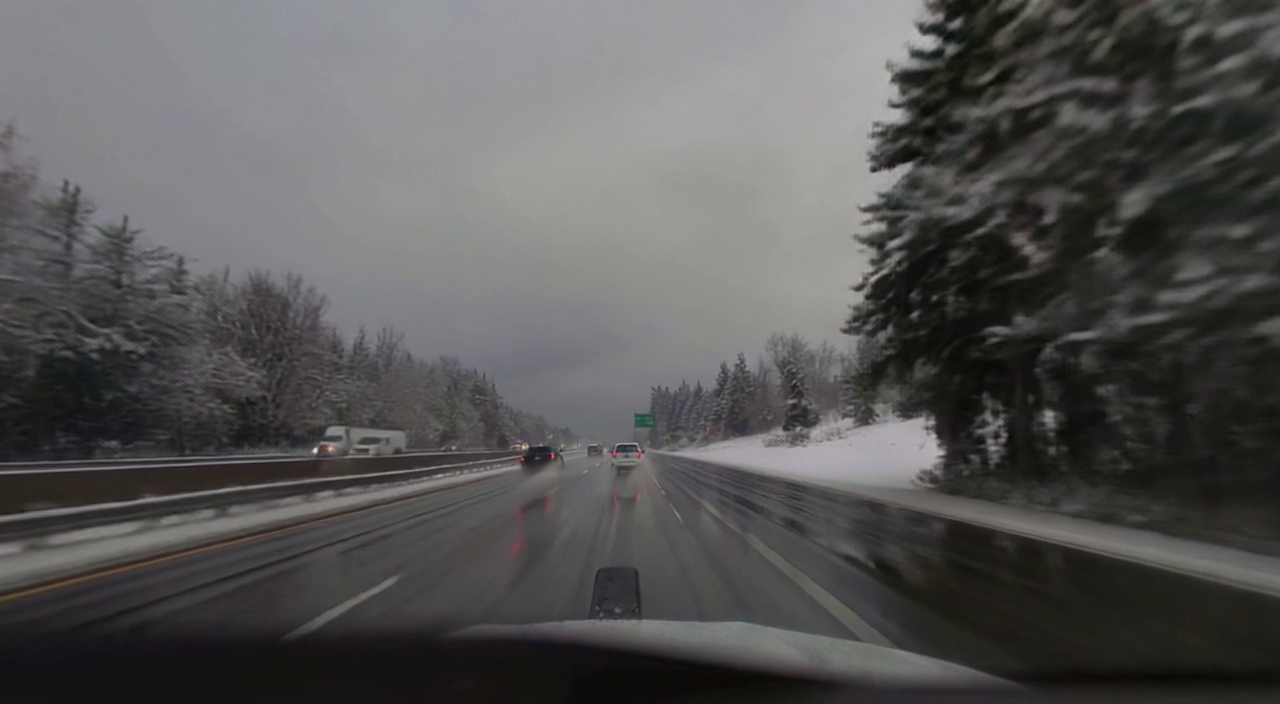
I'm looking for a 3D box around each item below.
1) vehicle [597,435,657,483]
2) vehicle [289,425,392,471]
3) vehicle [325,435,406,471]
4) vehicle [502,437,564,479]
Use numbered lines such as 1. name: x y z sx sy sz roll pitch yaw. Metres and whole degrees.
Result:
1. vehicle: -0.481 4.124 24.295 2.115 1.661 4.049 0 -9 -1
2. vehicle: -17.720 5.752 37.715 2.550 2.436 7.444 -1 -9 -1
3. vehicle: -13.613 5.047 31.397 2.003 1.594 4.599 -1 -9 0
4. vehicle: -4.707 4.769 28.299 1.974 1.688 4.727 -1 -9 0
